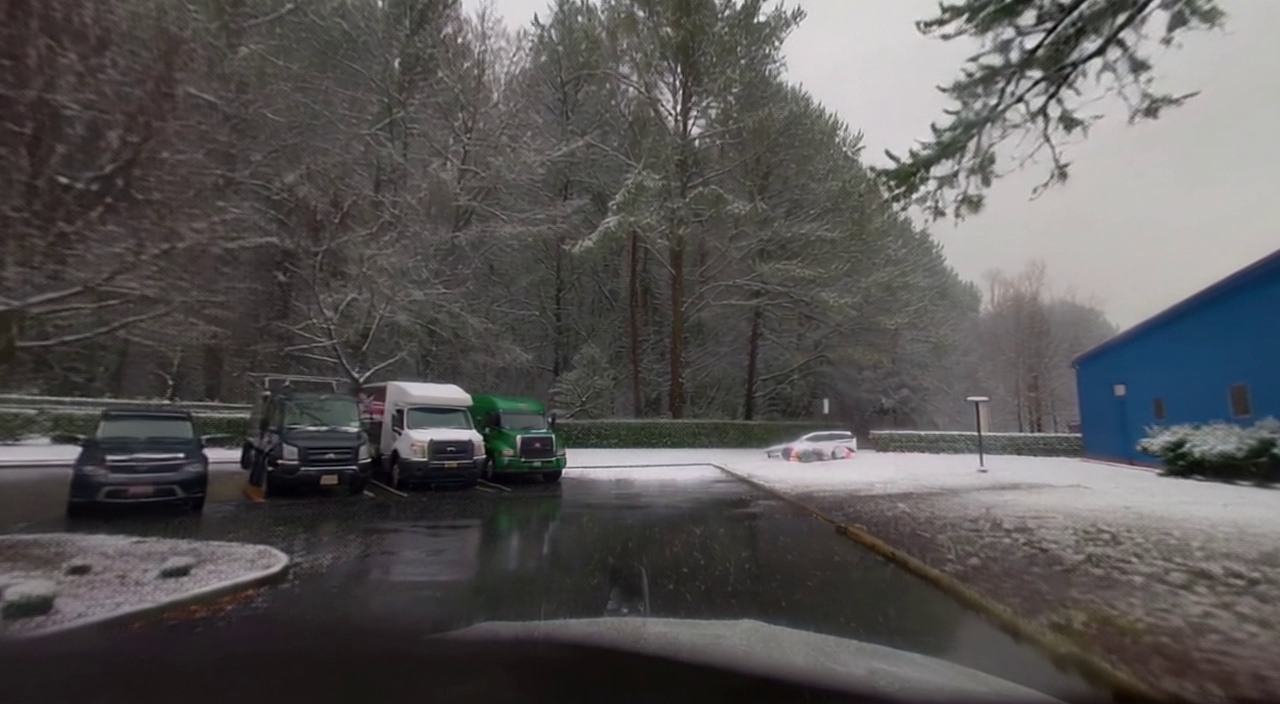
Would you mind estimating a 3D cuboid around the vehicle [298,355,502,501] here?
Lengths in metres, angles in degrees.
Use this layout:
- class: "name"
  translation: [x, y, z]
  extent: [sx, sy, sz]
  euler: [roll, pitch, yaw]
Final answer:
- class: "vehicle"
  translation: [-9.295, 2.941, 23.007]
  extent: [2.948, 4.069, 11.906]
  euler: [7, -12, -40]

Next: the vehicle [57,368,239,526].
- class: "vehicle"
  translation: [-12.429, 2.393, 15.885]
  extent: [2.674, 3.007, 7.819]
  euler: [7, -11, -39]

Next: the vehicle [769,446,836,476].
- class: "vehicle"
  translation: [8.719, 5.783, 33.696]
  extent: [3.473, 1.506, 1.809]
  euler: [8, -12, -43]
